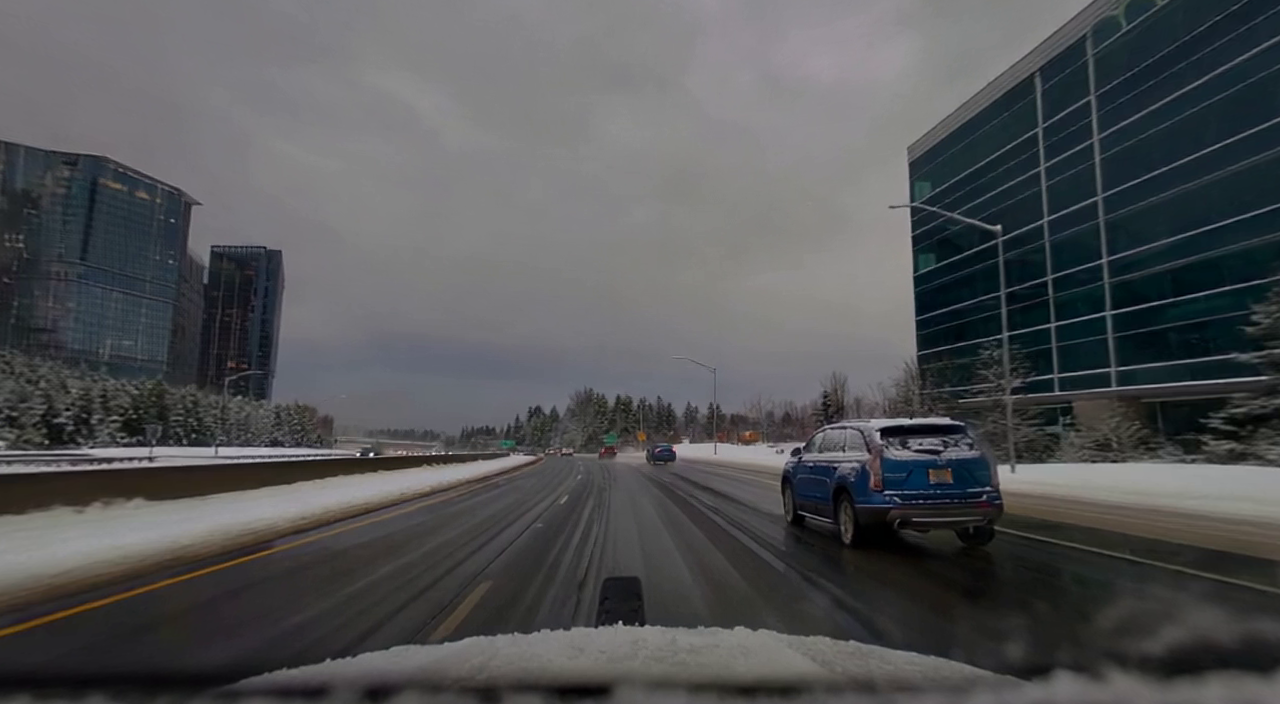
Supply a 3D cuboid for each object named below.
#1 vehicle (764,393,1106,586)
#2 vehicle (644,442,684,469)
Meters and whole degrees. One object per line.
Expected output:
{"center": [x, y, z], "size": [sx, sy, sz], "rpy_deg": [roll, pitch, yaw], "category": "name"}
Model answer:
{"center": [3.267, 1.632, 8.301], "size": [2.182, 1.826, 4.392], "rpy_deg": [0, -9, -3], "category": "vehicle"}
{"center": [1.613, 7.213, 44.148], "size": [2.110, 1.780, 4.682], "rpy_deg": [1, -9, -6], "category": "vehicle"}
